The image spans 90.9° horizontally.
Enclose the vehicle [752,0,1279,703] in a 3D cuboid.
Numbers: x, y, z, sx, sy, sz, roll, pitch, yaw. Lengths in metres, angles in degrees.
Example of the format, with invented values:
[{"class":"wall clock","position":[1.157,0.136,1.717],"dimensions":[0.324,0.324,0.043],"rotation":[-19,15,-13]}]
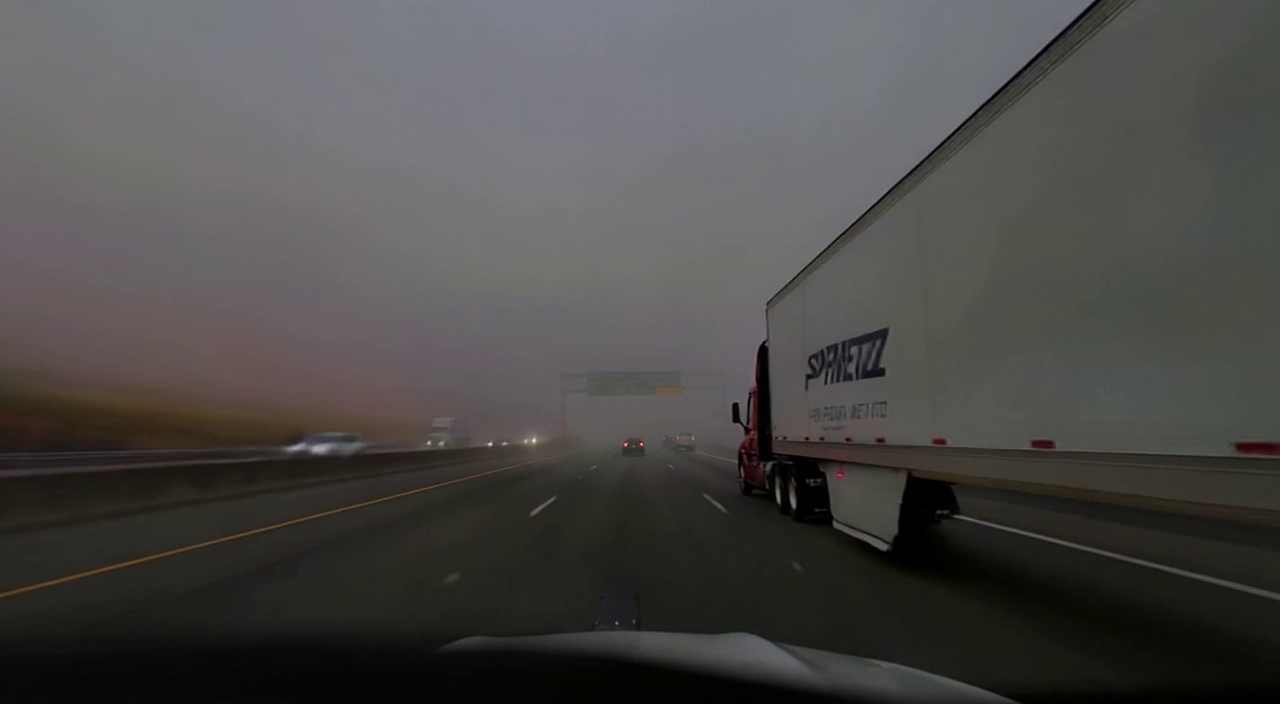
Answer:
[{"class":"vehicle","position":[3.664,-0.217,3.810],"dimensions":[2.976,4.077,14.571],"rotation":[0,-8,-1]}]

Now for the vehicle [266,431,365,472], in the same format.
[{"class":"vehicle","position":[-14.448,4.437,28.404],"dimensions":[1.883,1.651,4.896],"rotation":[0,-8,0]}]
